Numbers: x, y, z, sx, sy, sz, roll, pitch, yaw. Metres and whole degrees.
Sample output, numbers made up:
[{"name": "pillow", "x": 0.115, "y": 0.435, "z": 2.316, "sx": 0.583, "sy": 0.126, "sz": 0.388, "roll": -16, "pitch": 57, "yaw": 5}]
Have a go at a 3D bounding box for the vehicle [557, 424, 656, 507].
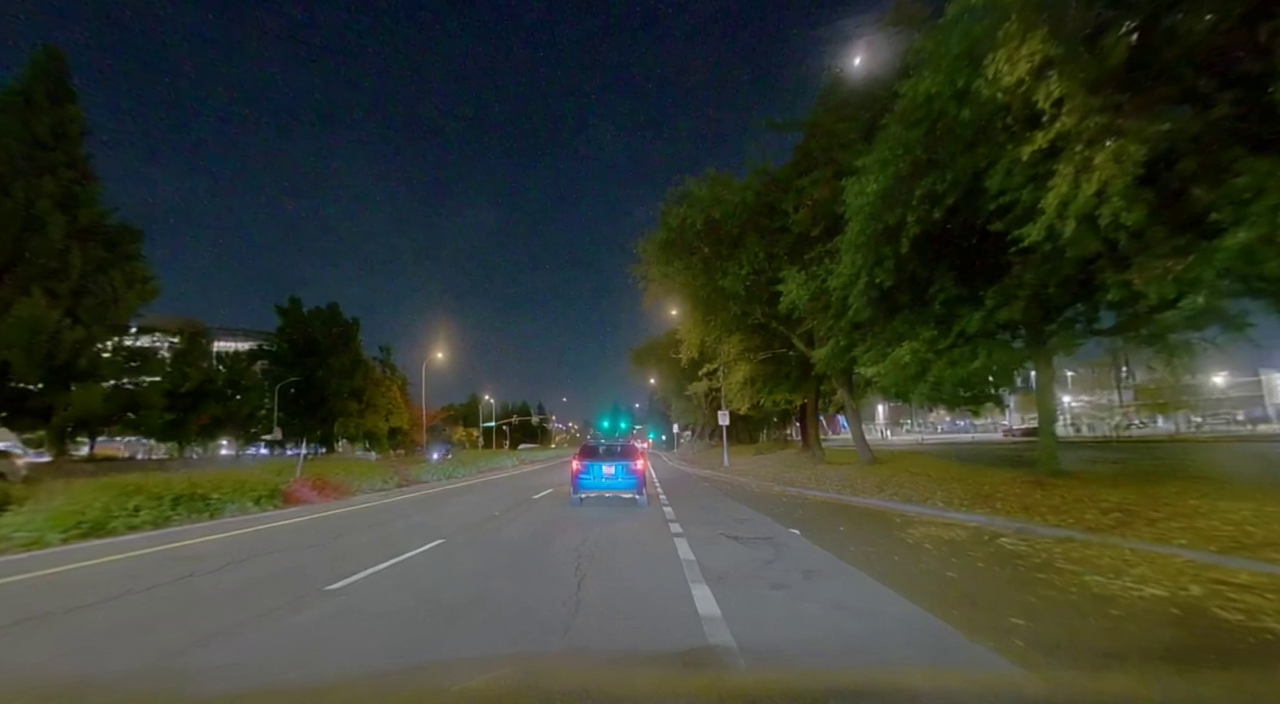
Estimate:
[{"name": "vehicle", "x": -0.729, "y": 2.766, "z": 15.824, "sx": 2.131, "sy": 1.761, "sz": 4.242, "roll": 0, "pitch": -8, "yaw": 0}]
